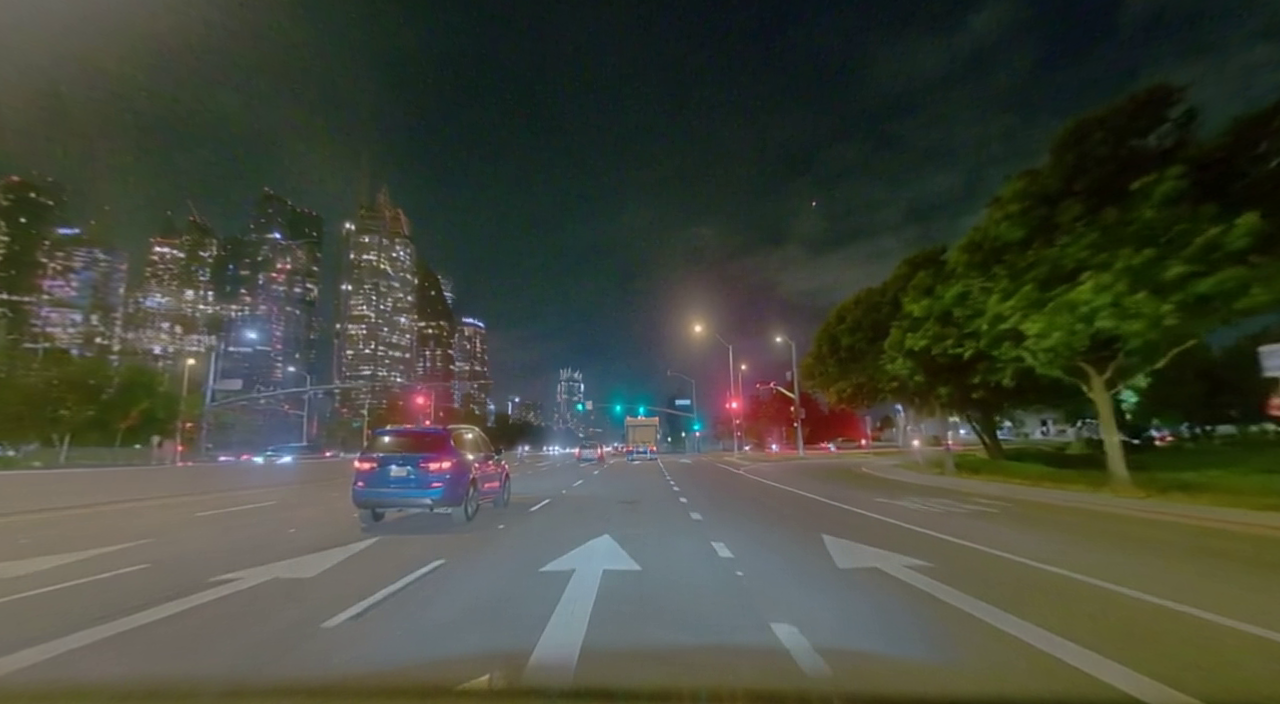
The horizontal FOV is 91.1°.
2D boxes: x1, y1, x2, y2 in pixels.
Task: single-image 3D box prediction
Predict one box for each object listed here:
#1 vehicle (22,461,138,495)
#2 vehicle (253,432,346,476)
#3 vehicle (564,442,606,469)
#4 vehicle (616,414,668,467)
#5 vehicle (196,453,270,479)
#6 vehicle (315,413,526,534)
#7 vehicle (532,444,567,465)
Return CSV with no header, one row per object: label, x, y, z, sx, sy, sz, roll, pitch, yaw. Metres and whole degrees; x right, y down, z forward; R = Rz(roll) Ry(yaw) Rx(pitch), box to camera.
vehicle,-28.823,6.451,32.523,1.821,1.496,4.489,0,-9,1
vehicle,-21.385,6.439,39.825,2.406,2.509,5.940,0,-9,1
vehicle,-3.217,6.122,37.297,2.023,1.483,4.143,0,-9,1
vehicle,0.198,5.614,39.689,2.993,3.051,6.692,0,-9,2
vehicle,-28.626,8.017,44.376,2.028,1.652,4.607,0,-9,1
vehicle,-3.815,2.229,12.131,2.178,1.826,4.933,0,-9,1
vehicle,-6.669,7.582,46.577,1.933,1.477,4.119,0,-9,1
